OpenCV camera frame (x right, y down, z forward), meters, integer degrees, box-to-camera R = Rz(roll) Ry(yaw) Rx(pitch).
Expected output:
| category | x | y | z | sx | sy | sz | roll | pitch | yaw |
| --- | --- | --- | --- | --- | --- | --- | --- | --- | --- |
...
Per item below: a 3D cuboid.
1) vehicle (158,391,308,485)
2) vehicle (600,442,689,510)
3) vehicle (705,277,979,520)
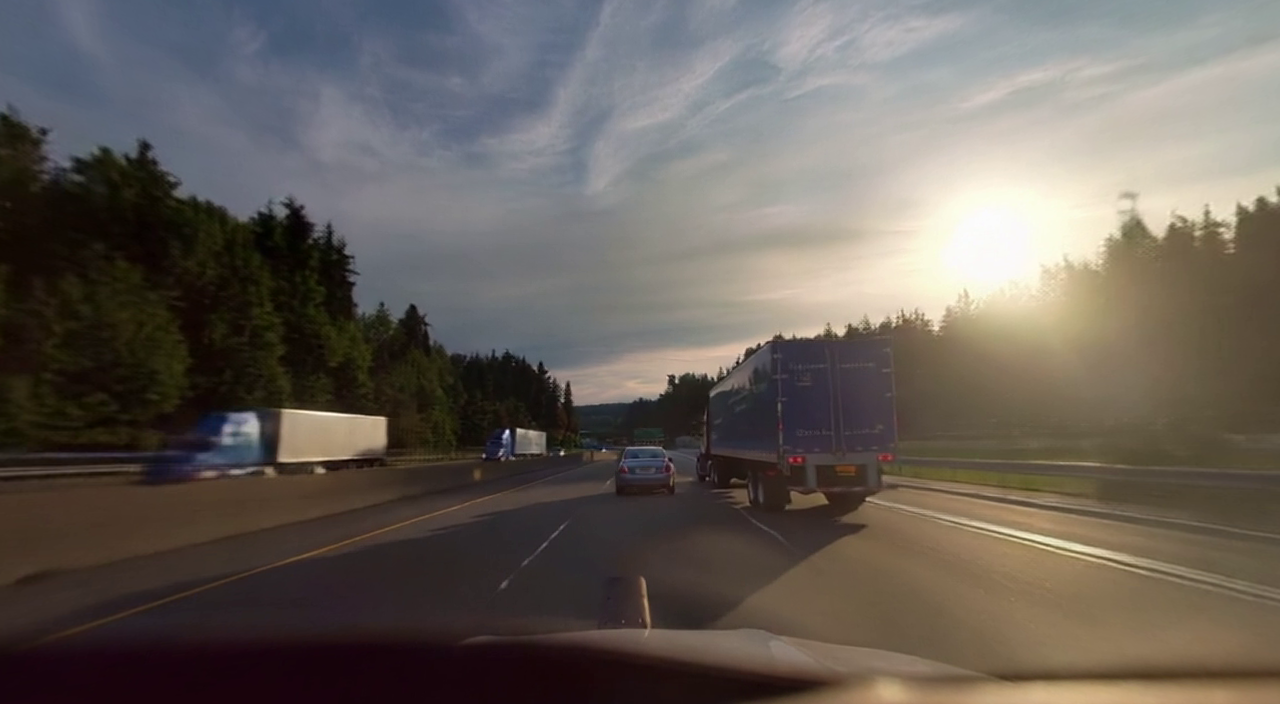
| category | x | y | z | sx | sy | sz | roll | pitch | yaw |
| --- | --- | --- | --- | --- | --- | --- | --- | --- | --- |
| vehicle | -19.106 | 4.170 | 30.166 | 2.985 | 3.989 | 5.913 | 0 | -9 | 1 |
| vehicle | 0.085 | 3.221 | 16.825 | 2.039 | 1.532 | 4.610 | 0 | -9 | -1 |
| vehicle | 3.970 | 1.804 | 17.245 | 2.960 | 4.018 | 13.834 | 0 | -9 | 0 |
